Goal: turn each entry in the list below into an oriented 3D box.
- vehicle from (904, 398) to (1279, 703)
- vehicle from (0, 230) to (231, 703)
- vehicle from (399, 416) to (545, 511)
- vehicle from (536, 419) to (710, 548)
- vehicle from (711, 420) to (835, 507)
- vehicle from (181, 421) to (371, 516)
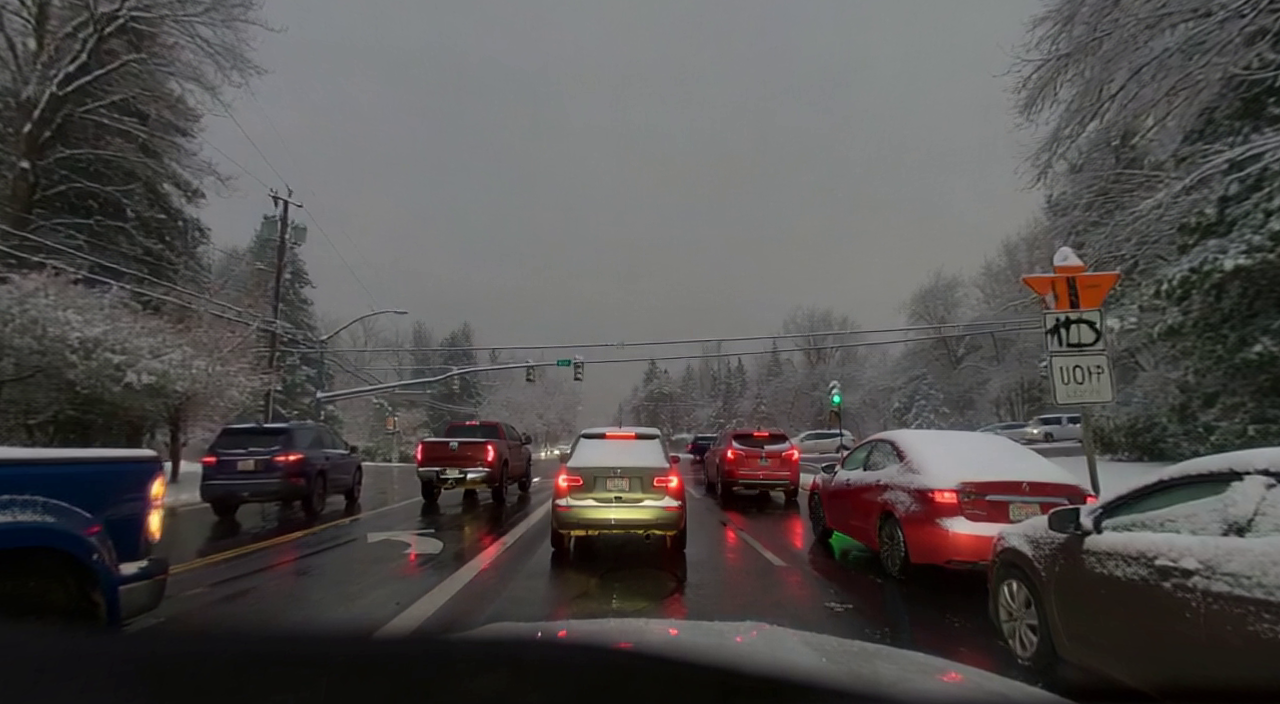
[{"bbox_3d":[3.014,0.963,2.512,1.874,1.477,4.698,0,-8,0],"label":"vehicle"},{"bbox_3d":[-3.488,0.348,0.315,2.656,2.021,5.800,0,-8,0],"label":"vehicle"},{"bbox_3d":[-3.642,2.522,14.659,2.089,1.857,4.488,0,-8,1],"label":"vehicle"},{"bbox_3d":[-0.229,1.941,9.874,2.194,1.607,3.690,0,-8,0],"label":"vehicle"},{"bbox_3d":[3.121,2.738,15.904,2.102,1.841,4.587,0,-8,0],"label":"vehicle"},{"bbox_3d":[-8.109,2.618,14.727,2.256,1.799,4.831,1,-9,-10],"label":"vehicle"}]
